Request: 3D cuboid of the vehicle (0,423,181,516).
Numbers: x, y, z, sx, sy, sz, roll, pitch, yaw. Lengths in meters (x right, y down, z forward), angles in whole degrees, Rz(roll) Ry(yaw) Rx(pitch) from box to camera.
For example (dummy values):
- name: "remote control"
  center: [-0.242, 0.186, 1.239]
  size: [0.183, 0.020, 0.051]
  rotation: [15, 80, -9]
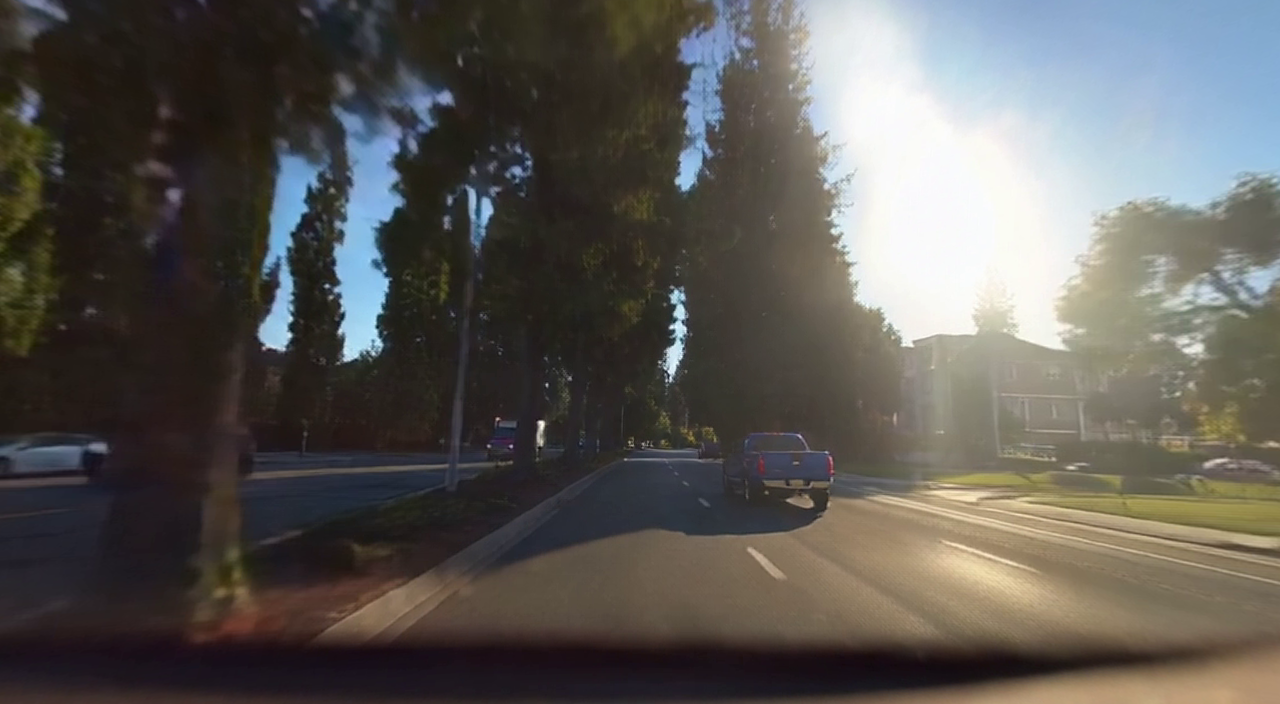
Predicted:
- name: "vehicle"
  center: [-11.178, 2.118, 11.704]
  size: [1.892, 1.471, 4.532]
  rotation: [0, -8, 0]

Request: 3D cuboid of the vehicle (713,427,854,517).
- name: "vehicle"
  center: [3.043, 2.667, 14.543]
  size: [2.108, 1.712, 4.616]
  rotation: [0, -8, -1]

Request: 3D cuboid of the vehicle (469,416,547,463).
- name: "vehicle"
  center: [-8.628, 5.998, 42.808]
  size: [3.046, 2.782, 10.538]
  rotation: [0, -8, 0]
